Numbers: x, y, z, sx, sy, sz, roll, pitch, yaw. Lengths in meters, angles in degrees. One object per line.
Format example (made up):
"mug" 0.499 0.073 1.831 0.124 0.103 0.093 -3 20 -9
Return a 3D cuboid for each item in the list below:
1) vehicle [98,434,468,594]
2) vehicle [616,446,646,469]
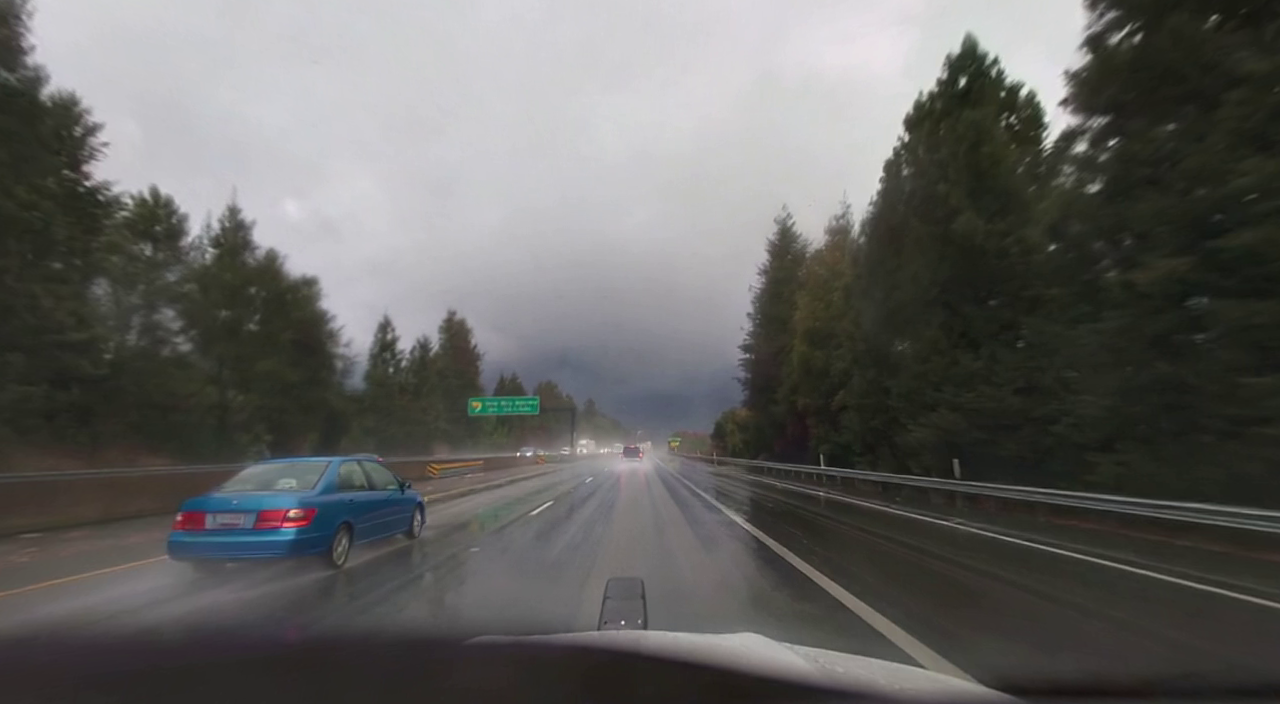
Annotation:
"vehicle" -3.994 1.876 8.283 2.157 1.483 4.601 0 -9 0
"vehicle" -0.632 7.539 45.253 2.011 1.590 3.607 0 -9 0
